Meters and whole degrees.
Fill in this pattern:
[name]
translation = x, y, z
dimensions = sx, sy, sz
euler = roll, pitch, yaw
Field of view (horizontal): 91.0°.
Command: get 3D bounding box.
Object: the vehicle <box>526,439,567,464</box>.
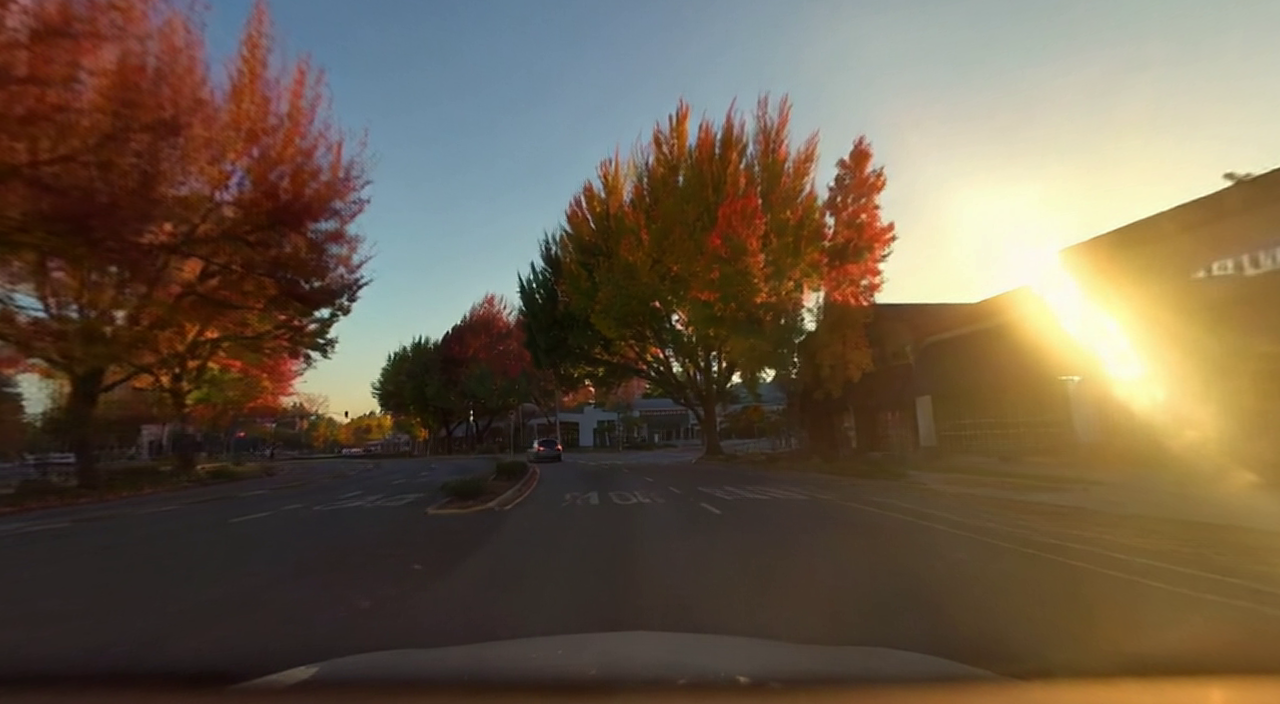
[vehicle]
translation = -6.313, 6.643, 42.210
dimensions = 2.018, 1.512, 4.304
euler = 3, -9, -18
